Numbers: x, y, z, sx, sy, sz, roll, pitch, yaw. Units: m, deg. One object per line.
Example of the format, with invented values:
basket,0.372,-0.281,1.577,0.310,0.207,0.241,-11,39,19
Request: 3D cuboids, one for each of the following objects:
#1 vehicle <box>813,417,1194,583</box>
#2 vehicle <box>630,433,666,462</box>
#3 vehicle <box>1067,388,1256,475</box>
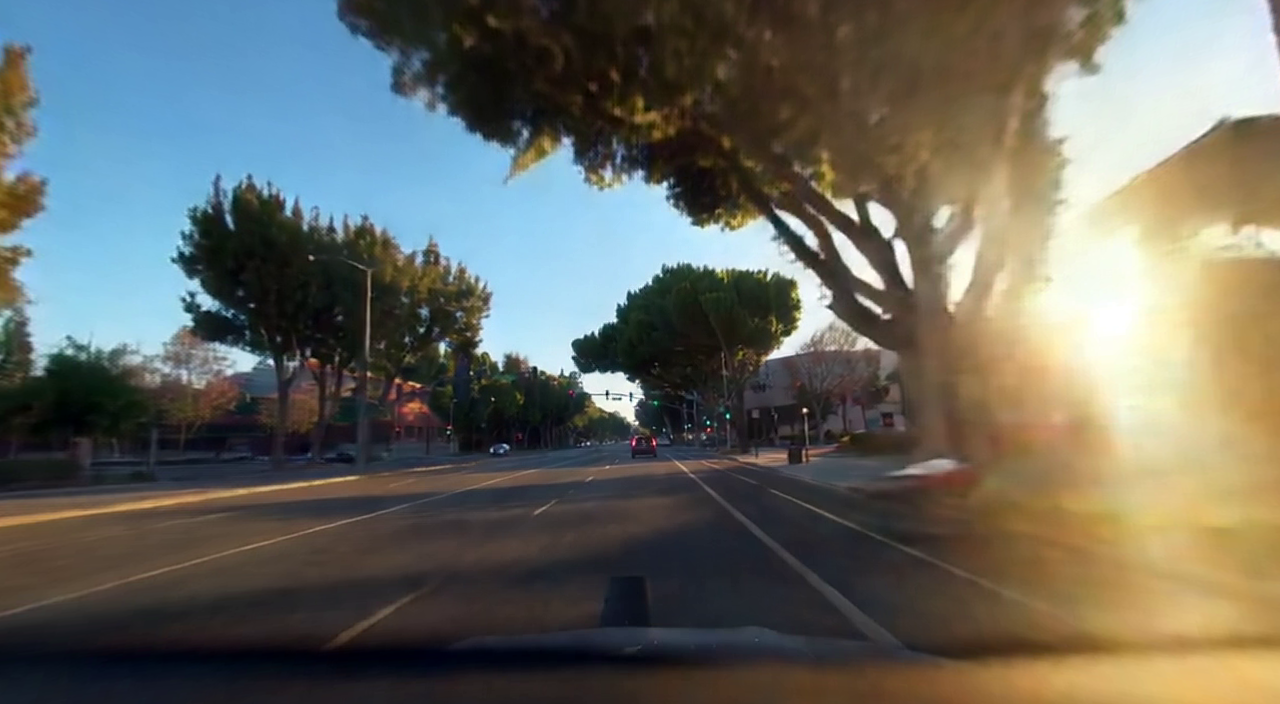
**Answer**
vehicle,3.999,1.701,8.126,2.269,1.520,4.410,0,-8,0
vehicle,0.494,6.050,40.113,2.169,1.751,4.276,0,-8,0
vehicle,14.945,2.337,18.389,2.197,2.274,3.589,1,-8,-4
